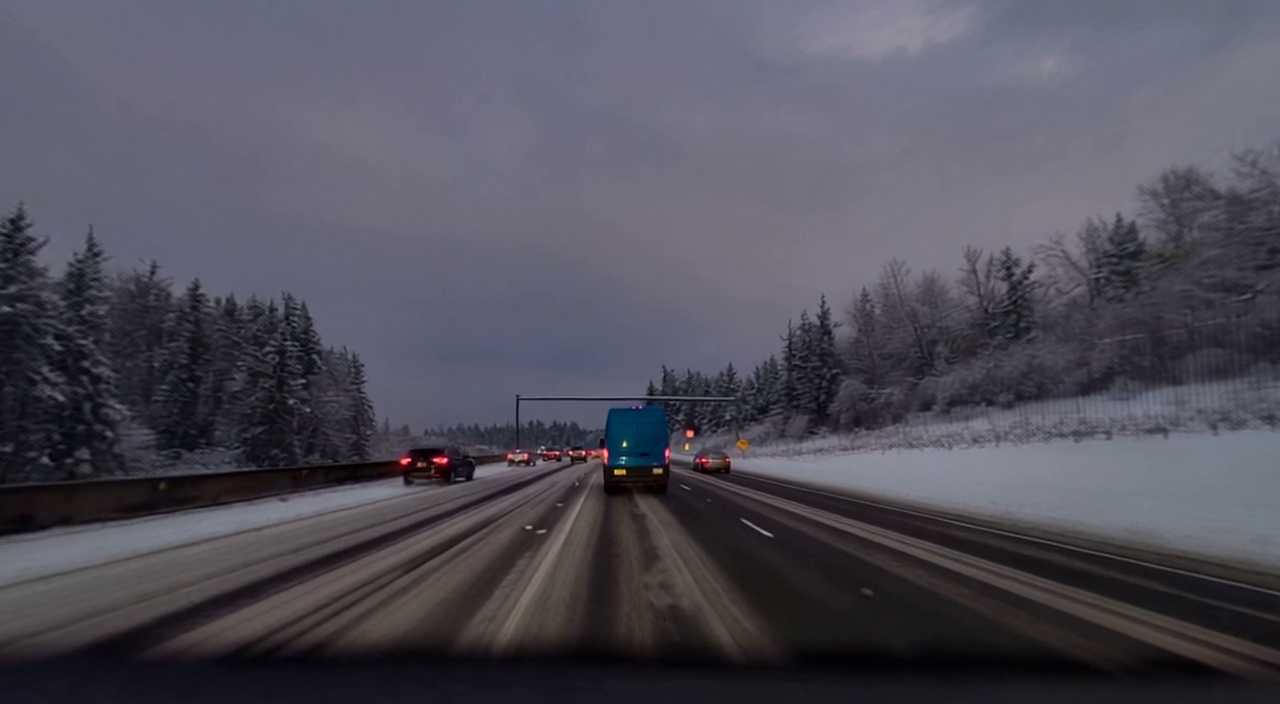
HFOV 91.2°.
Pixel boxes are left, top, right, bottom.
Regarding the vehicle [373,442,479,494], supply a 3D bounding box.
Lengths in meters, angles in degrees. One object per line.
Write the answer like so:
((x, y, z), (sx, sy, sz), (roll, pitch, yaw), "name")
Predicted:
((-6.913, 3.786, 20.807), (2.003, 1.498, 4.386), (0, -9, 0), "vehicle")

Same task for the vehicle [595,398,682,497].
((-0.175, 2.884, 19.062), (2.268, 2.551, 5.144), (0, -9, -3), "vehicle")

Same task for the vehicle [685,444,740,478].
((3.399, 5.227, 30.426), (2.015, 1.491, 4.732), (0, -9, -1), "vehicle")

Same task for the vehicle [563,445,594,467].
((-4.515, 7.737, 46.605), (2.002, 1.536, 4.021), (0, -9, -2), "vehicle")

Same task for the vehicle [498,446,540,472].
((-7.683, 6.801, 40.092), (2.026, 1.506, 4.102), (0, -9, -3), "vehicle")
